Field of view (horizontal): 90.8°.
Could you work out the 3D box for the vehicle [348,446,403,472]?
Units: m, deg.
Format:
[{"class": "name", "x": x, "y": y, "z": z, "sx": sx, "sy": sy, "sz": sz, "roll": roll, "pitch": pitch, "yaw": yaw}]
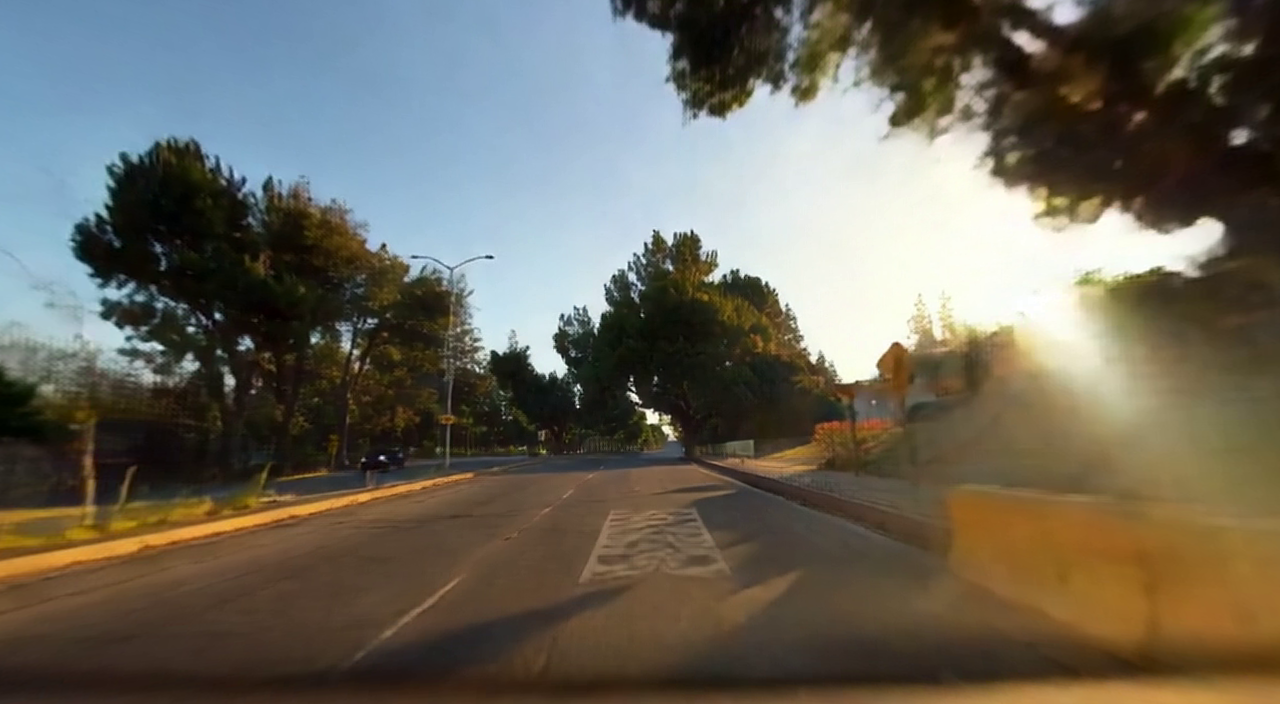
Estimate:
[{"class": "vehicle", "x": -17.114, "y": 6.906, "z": 41.017, "sx": 1.980, "sy": 1.575, "sz": 3.822, "roll": 0, "pitch": -9, "yaw": -1}]
